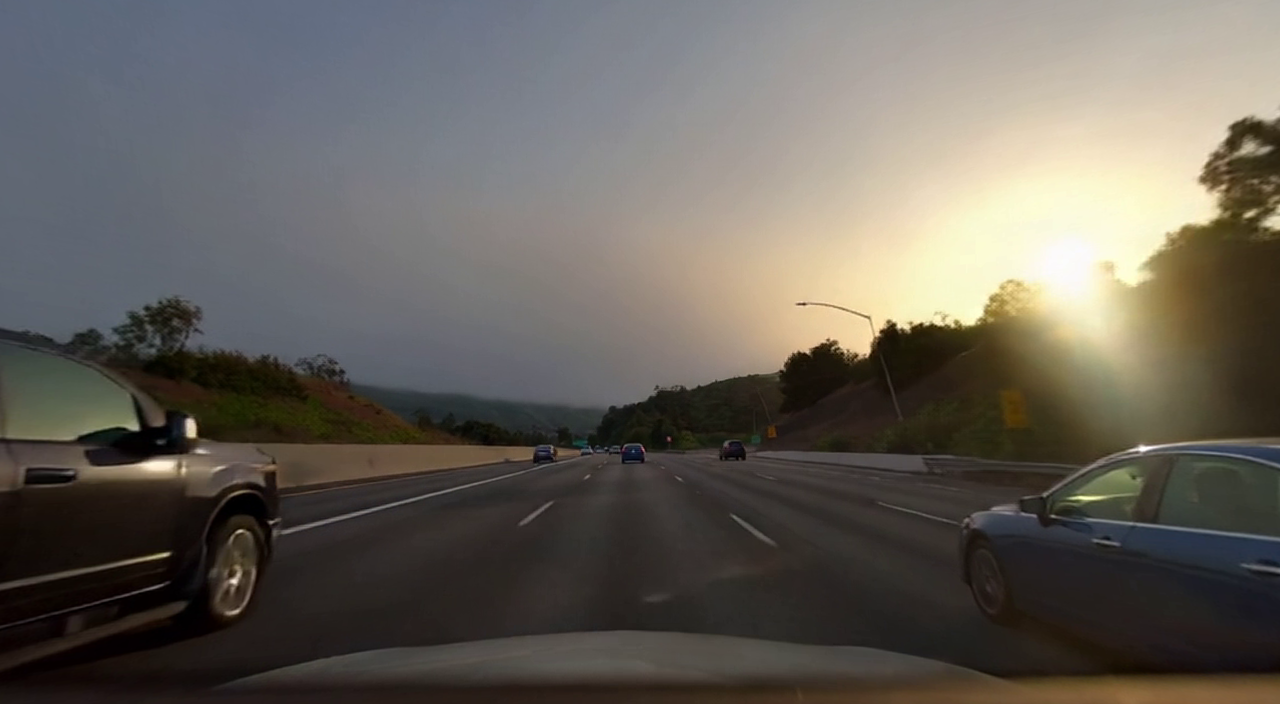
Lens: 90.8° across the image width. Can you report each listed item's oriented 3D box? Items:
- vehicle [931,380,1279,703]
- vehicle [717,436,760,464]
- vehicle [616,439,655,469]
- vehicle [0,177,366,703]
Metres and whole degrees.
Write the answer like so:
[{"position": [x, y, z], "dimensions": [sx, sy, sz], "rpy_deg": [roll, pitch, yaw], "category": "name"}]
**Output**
[{"position": [3.179, 0.861, 2.167], "dimensions": [2.072, 1.501, 4.694], "rpy_deg": [0, -9, -1], "category": "vehicle"}, {"position": [6.907, 6.968, 45.024], "dimensions": [2.103, 1.898, 5.310], "rpy_deg": [0, -9, -1], "category": "vehicle"}, {"position": [-0.286, 5.882, 36.635], "dimensions": [2.157, 1.642, 4.189], "rpy_deg": [0, -9, -1], "category": "vehicle"}, {"position": [-3.577, 0.458, 2.119], "dimensions": [2.592, 2.179, 6.034], "rpy_deg": [0, -9, 0], "category": "vehicle"}]
